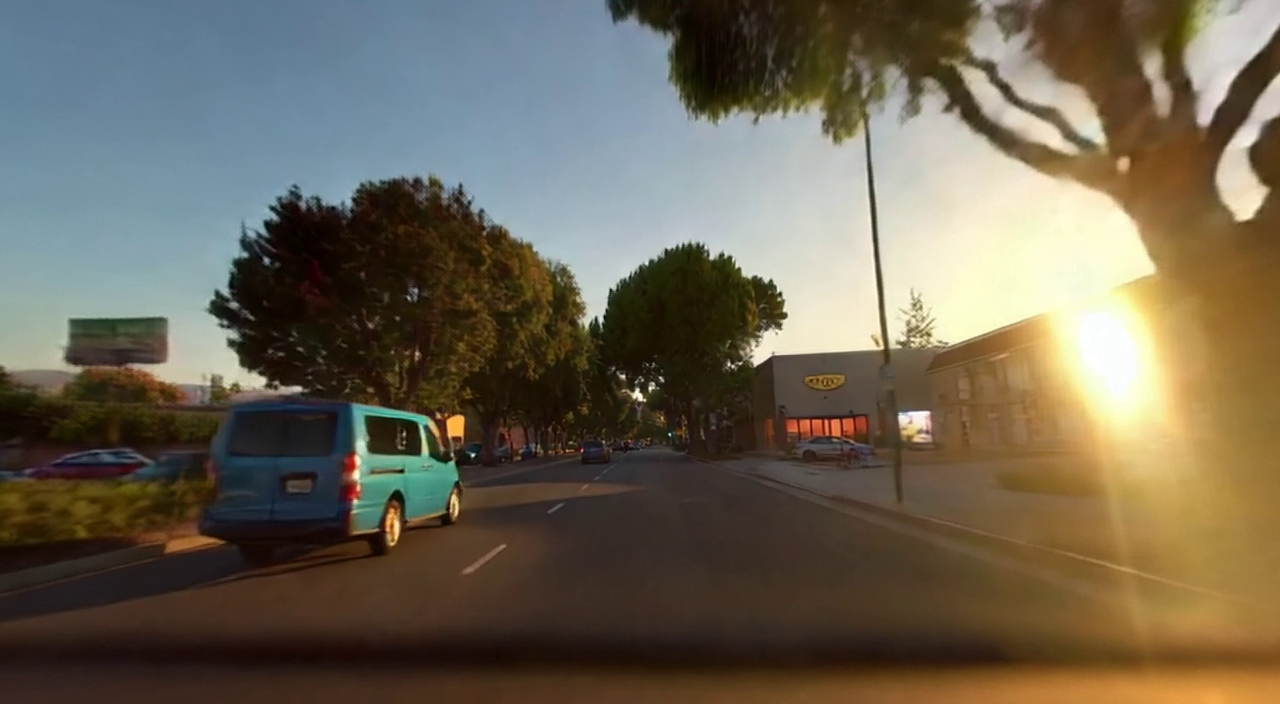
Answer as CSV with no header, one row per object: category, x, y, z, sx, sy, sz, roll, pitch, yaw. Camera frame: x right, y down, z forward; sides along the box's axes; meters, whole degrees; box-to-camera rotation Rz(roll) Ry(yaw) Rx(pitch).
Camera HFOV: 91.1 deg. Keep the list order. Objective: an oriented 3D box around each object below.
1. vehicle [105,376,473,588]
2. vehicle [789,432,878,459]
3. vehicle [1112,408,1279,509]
vehicle,-3.992,1.578,8.499,2.152,1.987,4.952,0,-8,-1
vehicle,11.371,5.528,37.116,4.607,1.471,1.982,0,-8,0
vehicle,10.788,1.761,10.636,3.935,1.518,1.985,0,-8,-1
